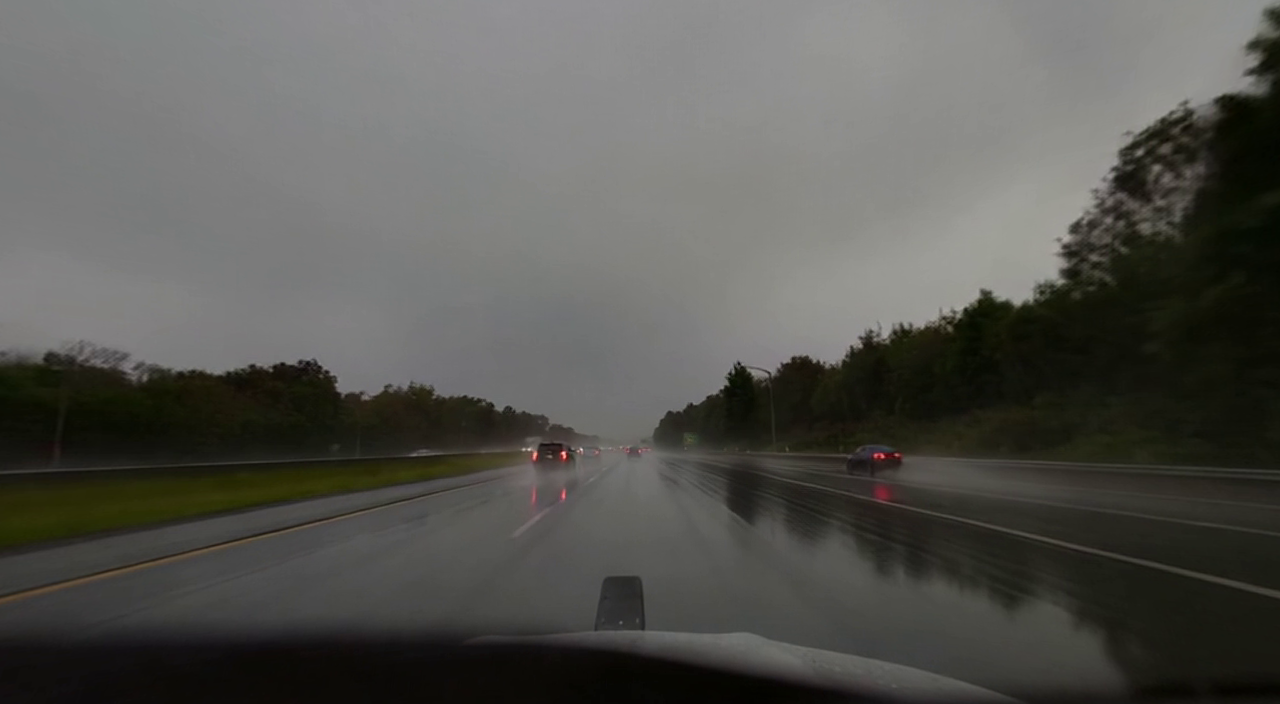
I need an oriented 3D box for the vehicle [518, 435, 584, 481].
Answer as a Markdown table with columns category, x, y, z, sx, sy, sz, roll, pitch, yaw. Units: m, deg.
| category | x | y | z | sx | sy | sz | roll | pitch | yaw |
| --- | --- | --- | --- | --- | --- | --- | --- | --- | --- |
| vehicle | -3.663 | 4.472 | 26.869 | 2.114 | 1.774 | 4.427 | 0 | -9 | 0 |
